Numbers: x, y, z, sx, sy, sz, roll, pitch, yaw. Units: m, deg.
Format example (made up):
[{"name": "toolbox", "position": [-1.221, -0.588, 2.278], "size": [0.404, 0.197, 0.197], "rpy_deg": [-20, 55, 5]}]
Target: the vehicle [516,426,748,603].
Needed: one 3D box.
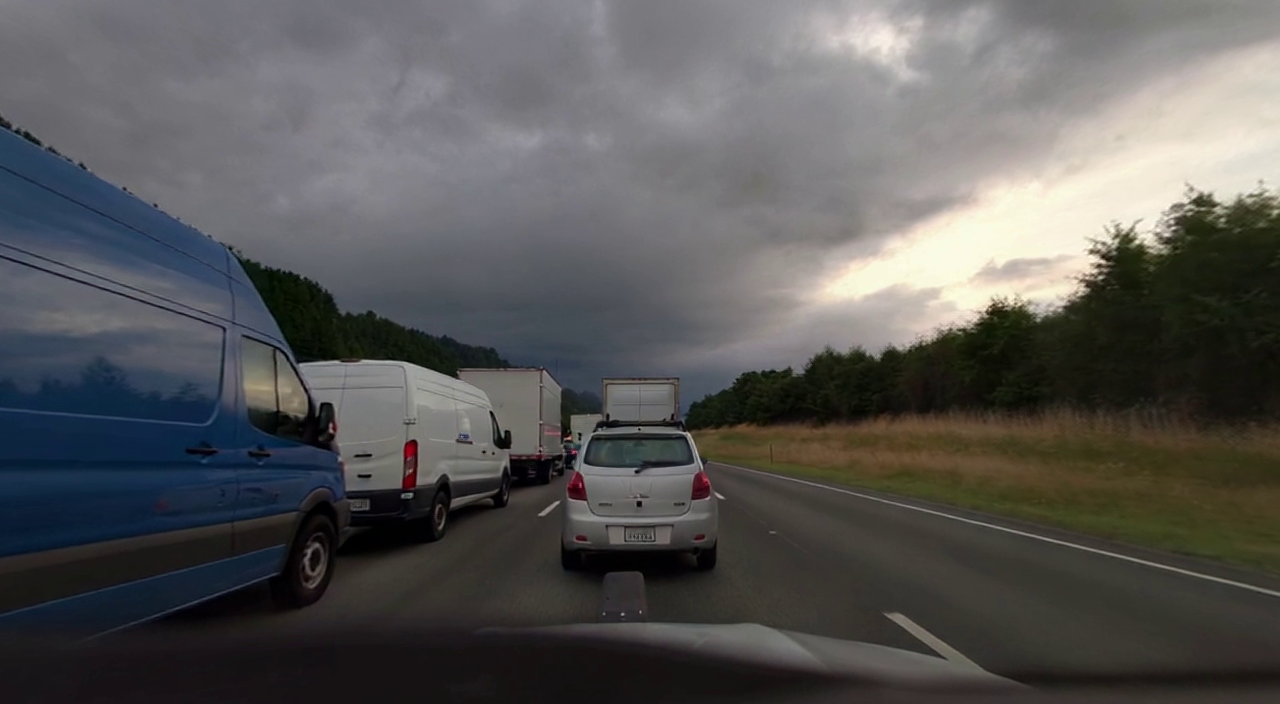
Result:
[{"name": "vehicle", "position": [-0.104, 1.668, 7.207], "size": [1.995, 1.495, 3.380], "rpy_deg": [0, -9, -1]}]

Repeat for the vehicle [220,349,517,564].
[{"name": "vehicle", "position": [-4.018, 1.798, 11.284], "size": [2.349, 2.643, 6.807], "rpy_deg": [0, -9, -1]}]

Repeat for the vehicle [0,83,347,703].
[{"name": "vehicle", "position": [-4.074, 0.253, 3.055], "size": [2.254, 2.879, 6.656], "rpy_deg": [0, -9, -2]}]
